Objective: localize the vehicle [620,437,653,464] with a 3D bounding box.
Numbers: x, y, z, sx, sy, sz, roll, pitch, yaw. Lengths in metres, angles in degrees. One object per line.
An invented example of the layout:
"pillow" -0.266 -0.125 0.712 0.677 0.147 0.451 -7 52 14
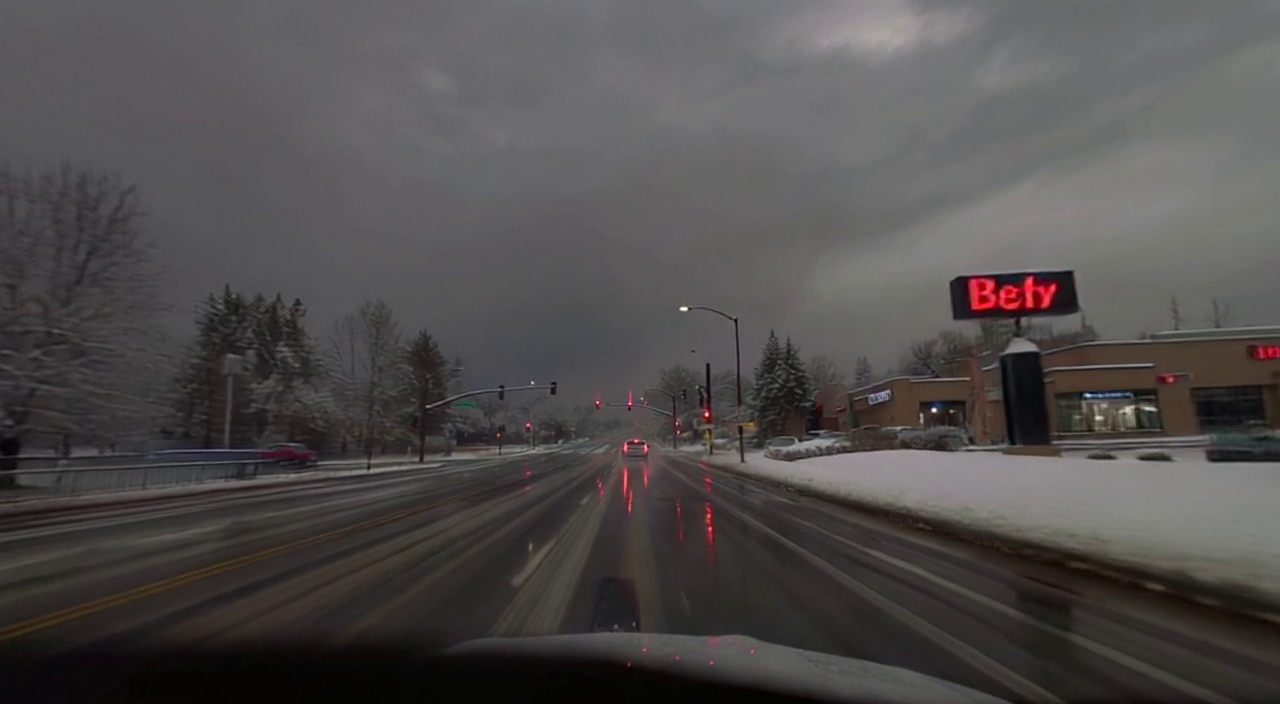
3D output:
"vehicle" -0.228 6.398 41.239 2.024 1.628 4.774 0 -8 0
